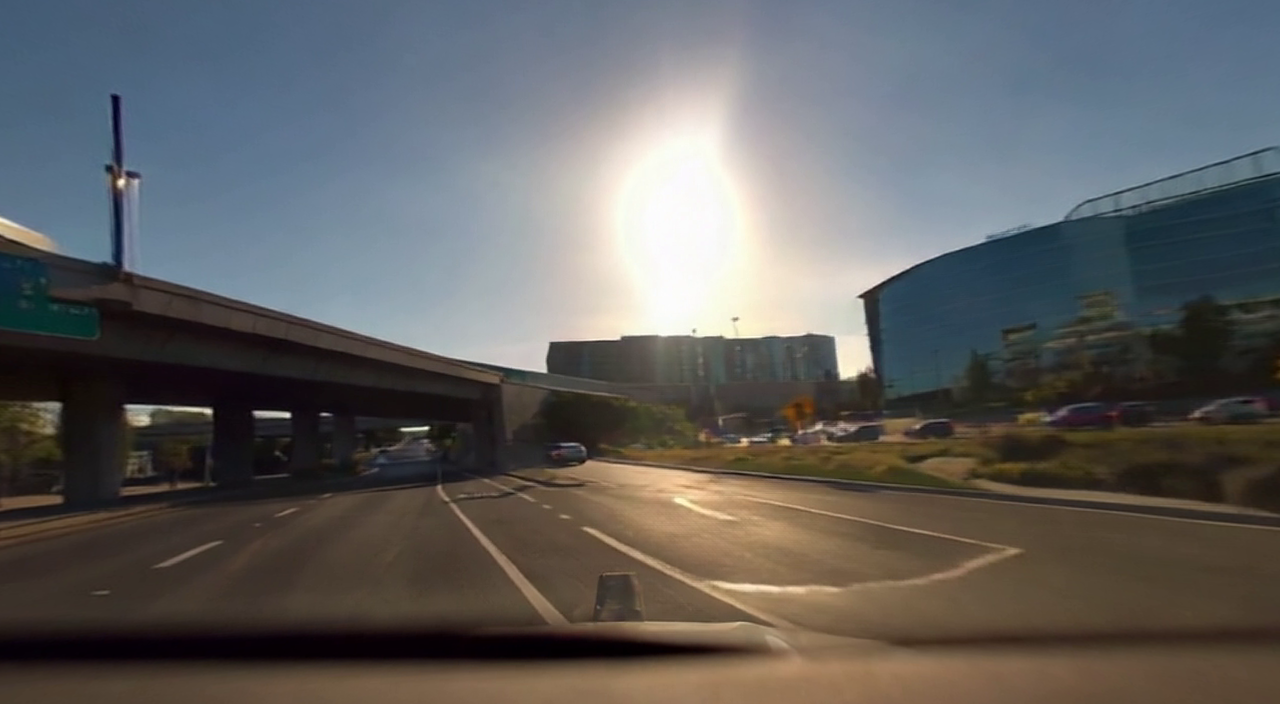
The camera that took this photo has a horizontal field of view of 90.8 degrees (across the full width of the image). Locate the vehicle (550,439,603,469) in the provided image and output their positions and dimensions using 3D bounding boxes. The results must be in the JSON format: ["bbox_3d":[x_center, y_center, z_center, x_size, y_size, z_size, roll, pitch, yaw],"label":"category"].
[{"bbox_3d":[-3.529,5.536,34.410,2.048,1.516,3.874,3,-9,-19],"label":"vehicle"}]

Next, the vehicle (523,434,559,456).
[{"bbox_3d":[-7.784,7.272,49.269,2.007,1.605,3.852,3,-9,-21],"label":"vehicle"}]
